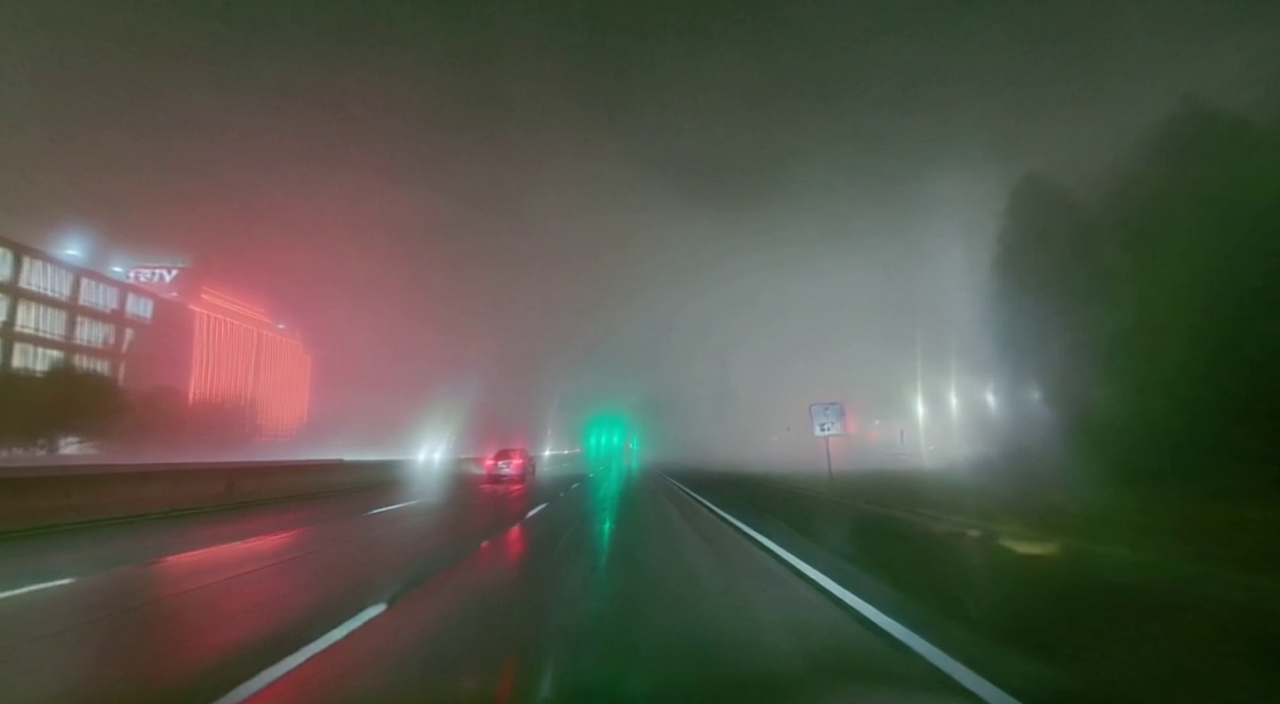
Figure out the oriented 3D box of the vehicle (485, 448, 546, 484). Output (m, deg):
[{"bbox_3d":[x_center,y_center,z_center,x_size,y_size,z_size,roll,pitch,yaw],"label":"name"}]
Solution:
[{"bbox_3d":[-5.678,5.234,29.245,1.943,1.510,4.201,0,-9,0],"label":"vehicle"}]
